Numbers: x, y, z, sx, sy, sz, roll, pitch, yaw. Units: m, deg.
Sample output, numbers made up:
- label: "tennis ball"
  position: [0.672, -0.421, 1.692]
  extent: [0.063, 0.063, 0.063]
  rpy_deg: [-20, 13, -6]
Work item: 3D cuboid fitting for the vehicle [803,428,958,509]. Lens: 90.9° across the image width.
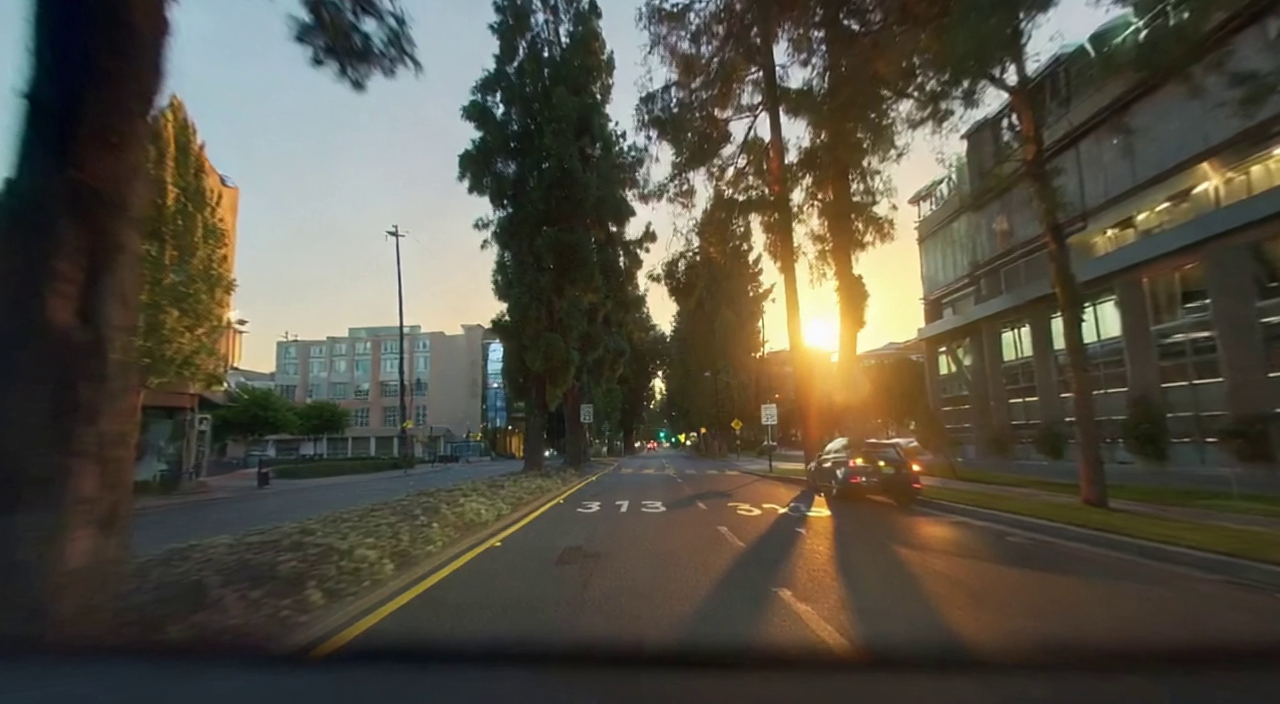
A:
- label: "vehicle"
  position: [6.156, 3.032, 17.024]
  extent: [2.104, 1.826, 5.301]
  rpy_deg: [0, -8, 0]
